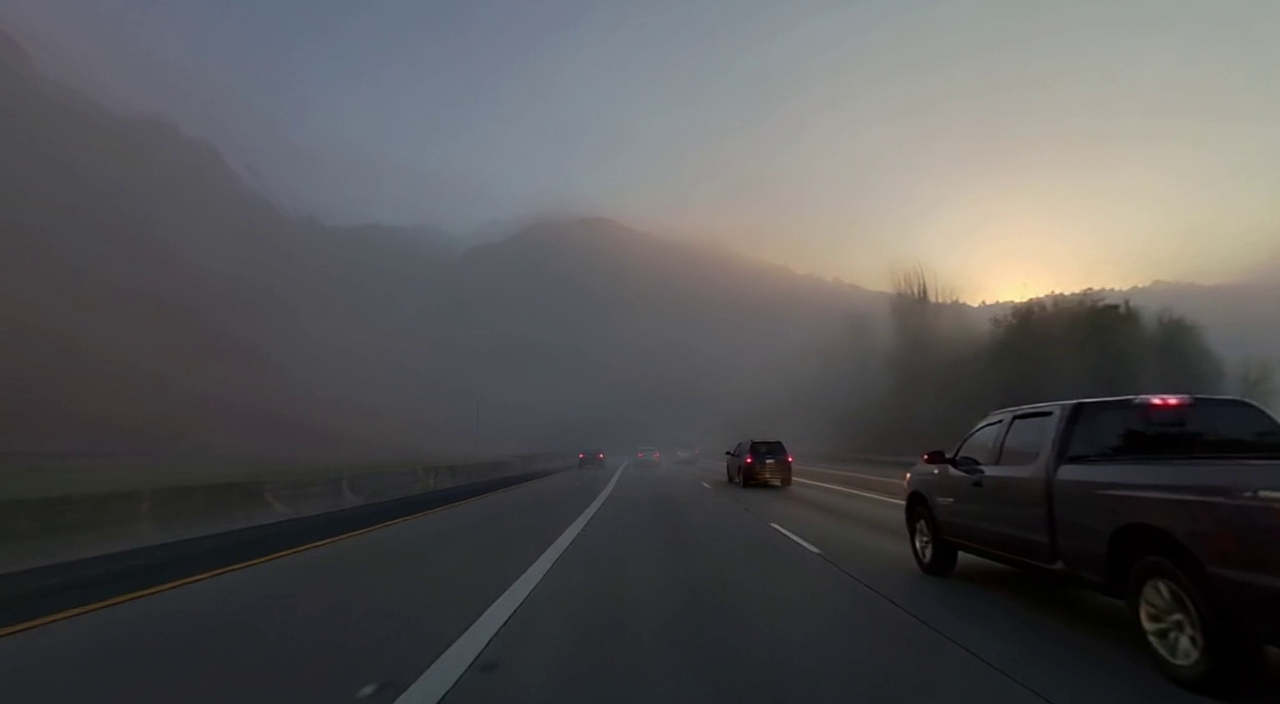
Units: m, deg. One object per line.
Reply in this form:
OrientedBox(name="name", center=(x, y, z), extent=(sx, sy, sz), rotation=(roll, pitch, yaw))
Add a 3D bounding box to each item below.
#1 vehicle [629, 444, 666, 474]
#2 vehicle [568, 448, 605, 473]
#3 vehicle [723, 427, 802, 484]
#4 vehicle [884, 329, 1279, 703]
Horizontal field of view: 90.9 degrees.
OrientedBox(name="vehicle", center=(0.386, 6.099, 36.282), extent=(1.959, 1.604, 4.065), rotation=(0, -8, -2))
OrientedBox(name="vehicle", center=(-3.434, 7.041, 41.244), extent=(2.109, 1.530, 4.646), rotation=(0, -8, -1))
OrientedBox(name="vehicle", center=(4.552, 3.934, 24.198), extent=(2.057, 1.958, 4.495), rotation=(0, -8, -1))
OrientedBox(name="vehicle", center=(3.966, 1.084, 4.561), extent=(2.229, 1.837, 5.387), rotation=(0, -8, 0))
